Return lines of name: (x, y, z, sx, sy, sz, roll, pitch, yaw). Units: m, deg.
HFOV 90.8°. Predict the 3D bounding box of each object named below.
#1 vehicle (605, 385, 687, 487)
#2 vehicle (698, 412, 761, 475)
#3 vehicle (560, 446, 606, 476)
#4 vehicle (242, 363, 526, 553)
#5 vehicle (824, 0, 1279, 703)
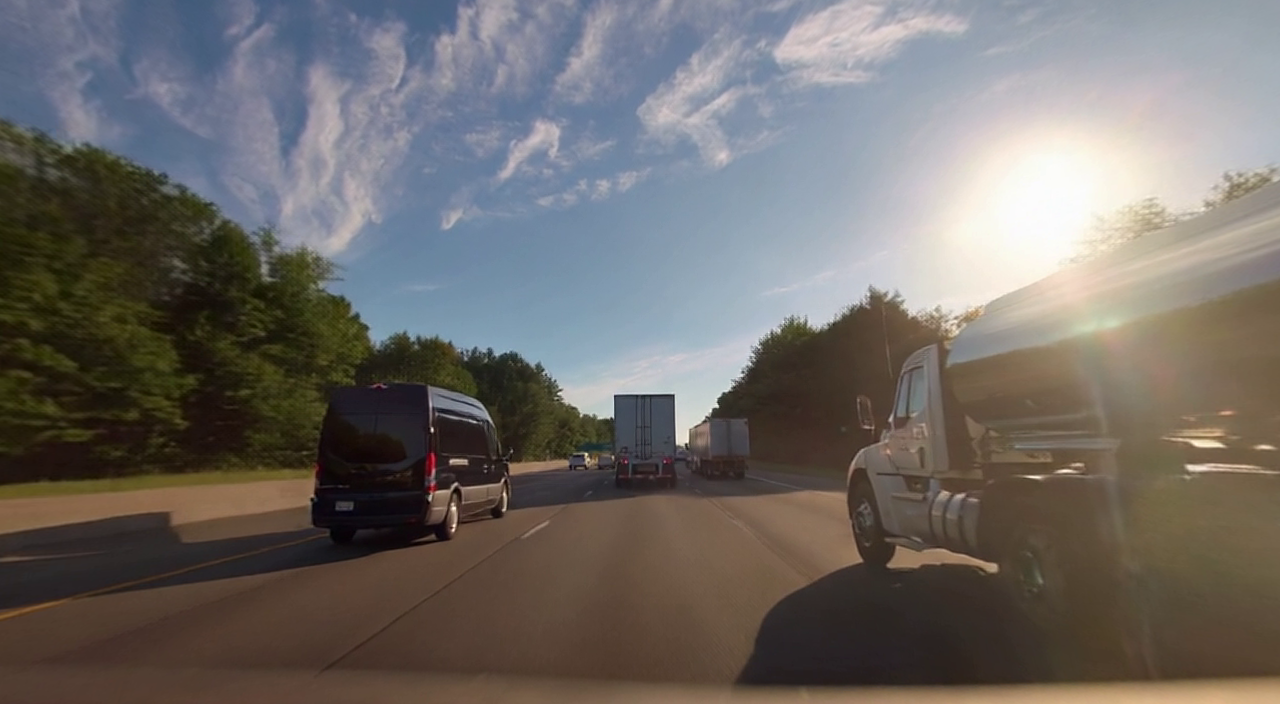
vehicle: (0.114, 3.567, 26.105, 2.773, 3.455, 9.118, 0, -9, -1)
vehicle: (5.601, 6.081, 41.453, 2.706, 3.500, 11.483, 0, -9, 1)
vehicle: (-3.262, 6.362, 37.026, 2.134, 1.652, 4.439, 0, -9, 3)
vehicle: (-4.037, 1.915, 11.753, 2.525, 2.572, 6.260, 0, -9, 1)
vehicle: (4.313, -0.241, 3.220, 3.139, 4.152, 11.915, 0, -9, 0)
